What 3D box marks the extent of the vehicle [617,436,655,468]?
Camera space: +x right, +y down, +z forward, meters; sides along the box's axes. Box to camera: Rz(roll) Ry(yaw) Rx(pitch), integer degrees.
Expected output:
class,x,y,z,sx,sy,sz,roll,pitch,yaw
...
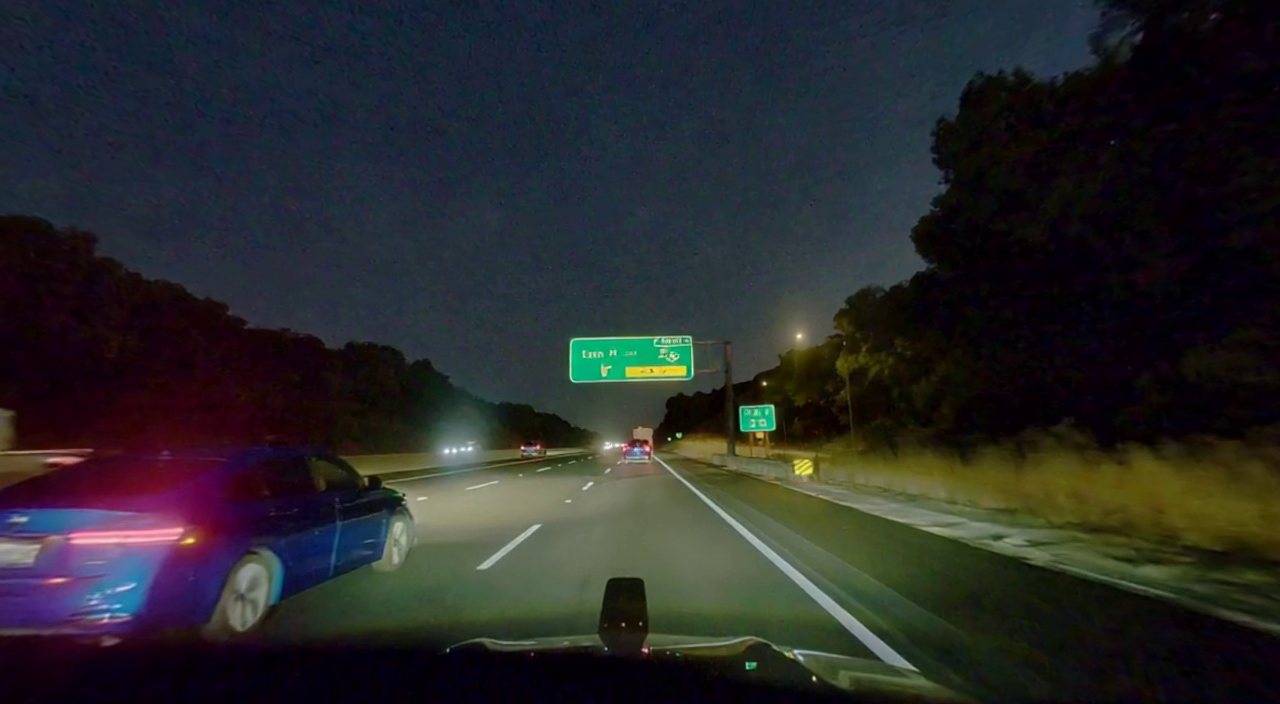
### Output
class,x,y,z,sx,sy,sz,roll,pitch,yaw
vehicle,-0.216,6.359,40.276,2.309,1.915,5.130,0,-8,1

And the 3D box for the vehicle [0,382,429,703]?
class,x,y,z,sx,sy,sz,roll,pitch,yaw
vehicle,-3.494,1.235,4.522,2.139,1.589,5.102,-1,-8,1
